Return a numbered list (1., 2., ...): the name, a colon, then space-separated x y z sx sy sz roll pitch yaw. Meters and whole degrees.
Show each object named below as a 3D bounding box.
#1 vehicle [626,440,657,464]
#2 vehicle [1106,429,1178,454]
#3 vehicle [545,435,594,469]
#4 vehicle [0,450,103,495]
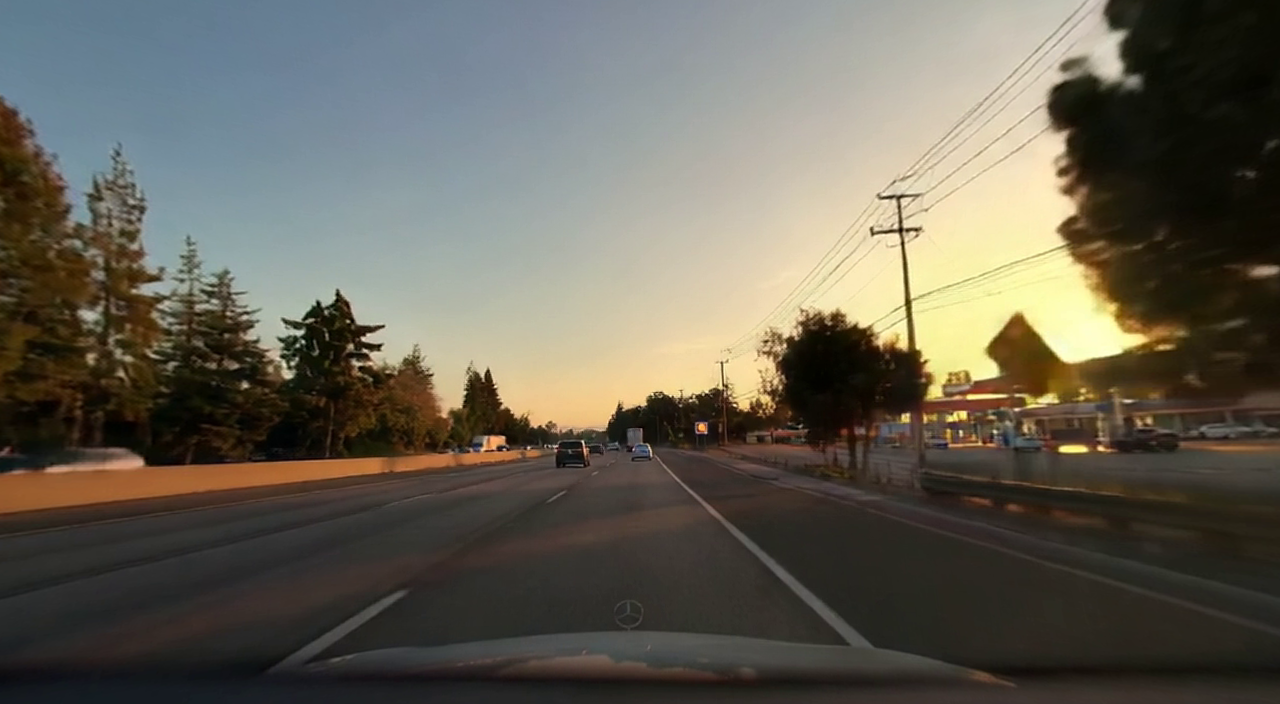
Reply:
1. vehicle: 0.067 6.908 43.712 1.982 1.524 3.800 0 -9 -2
2. vehicle: 30.584 5.456 38.382 4.664 1.408 1.774 5 -10 -30
3. vehicle: -4.059 5.878 37.163 2.273 1.884 4.515 0 -9 1
4. vehicle: -24.644 4.786 25.508 1.850 1.618 4.548 0 -9 -1
